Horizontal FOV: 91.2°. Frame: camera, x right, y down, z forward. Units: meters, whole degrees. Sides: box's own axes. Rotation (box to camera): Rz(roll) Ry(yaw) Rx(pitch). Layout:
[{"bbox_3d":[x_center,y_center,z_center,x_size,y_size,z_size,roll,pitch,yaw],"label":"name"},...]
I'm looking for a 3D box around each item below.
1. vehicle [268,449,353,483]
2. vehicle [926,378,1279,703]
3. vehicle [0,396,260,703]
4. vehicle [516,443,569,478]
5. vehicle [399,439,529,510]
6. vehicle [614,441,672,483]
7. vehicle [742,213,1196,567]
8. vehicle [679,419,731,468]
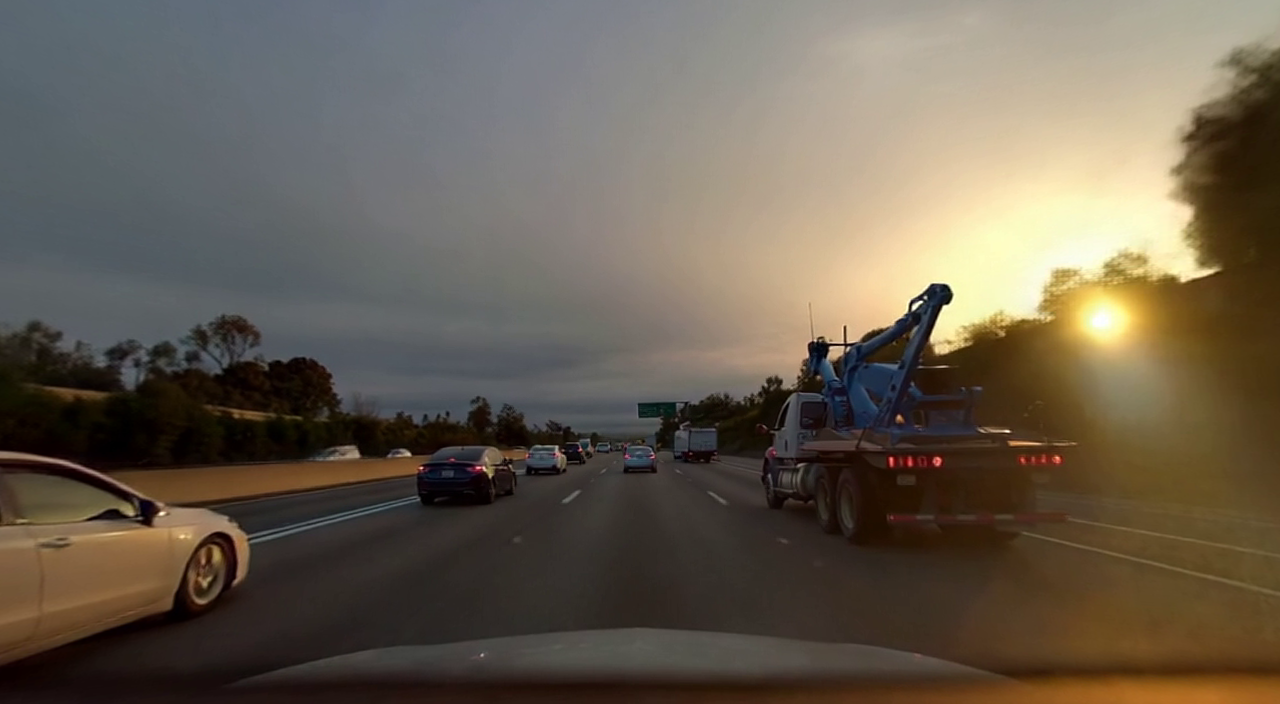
[{"bbox_3d":[-16.483,5.674,31.601,1.932,1.563,4.305,0,-9,0],"label":"vehicle"},{"bbox_3d":[4.054,0.981,3.032,2.599,1.631,5.693,0,-9,-1],"label":"vehicle"},{"bbox_3d":[-4.173,1.009,3.105,1.978,1.556,4.119,0,-9,0],"label":"vehicle"},{"bbox_3d":[-4.570,5.150,30.006,1.858,1.527,3.974,0,-9,0],"label":"vehicle"},{"bbox_3d":[-4.233,3.008,15.934,1.880,1.507,4.757,0,-9,1],"label":"vehicle"},{"bbox_3d":[0.078,4.385,25.229,2.150,1.498,3.988,0,-9,-1],"label":"vehicle"},{"bbox_3d":[3.943,0.958,10.581,2.975,3.618,8.456,0,-9,0],"label":"vehicle"},{"bbox_3d":[4.010,5.898,40.108,2.416,2.829,7.016,0,-9,-2],"label":"vehicle"}]
